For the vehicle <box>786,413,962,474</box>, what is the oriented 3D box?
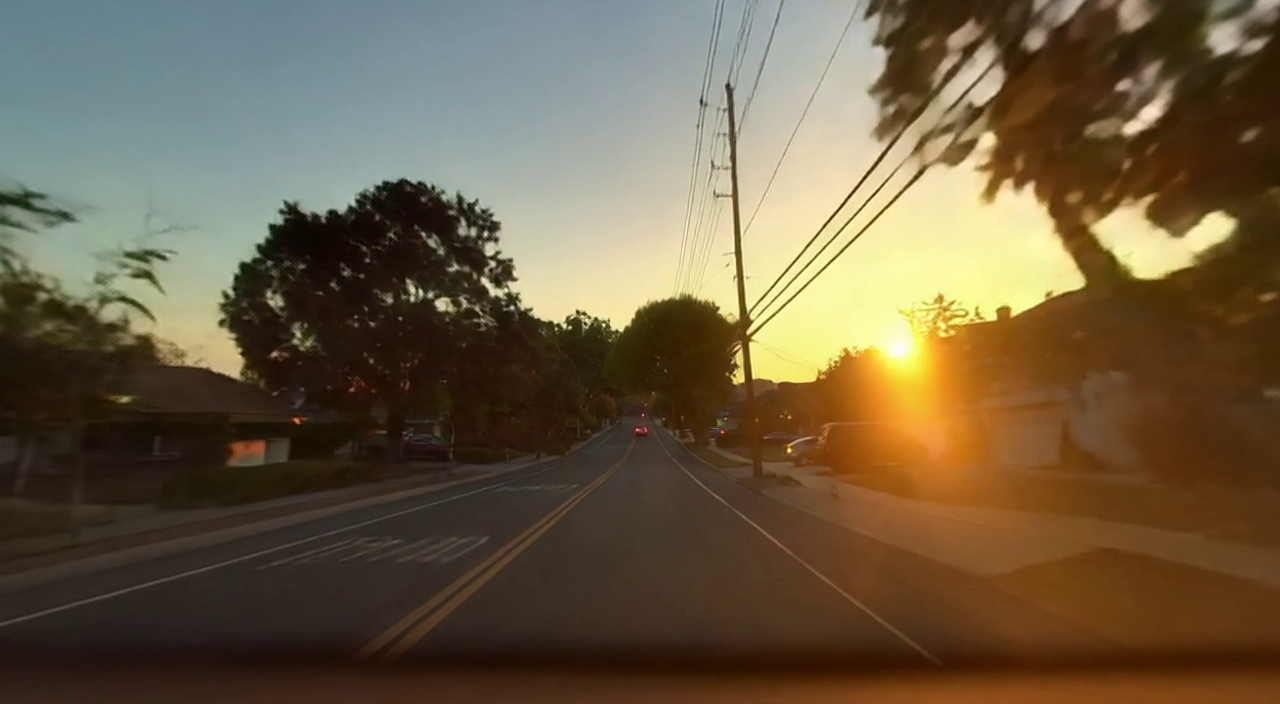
[{"bbox_3d":[9.332,3.680,25.604,6.133,2.254,2.383,-1,-8,-1],"label":"vehicle"}]
